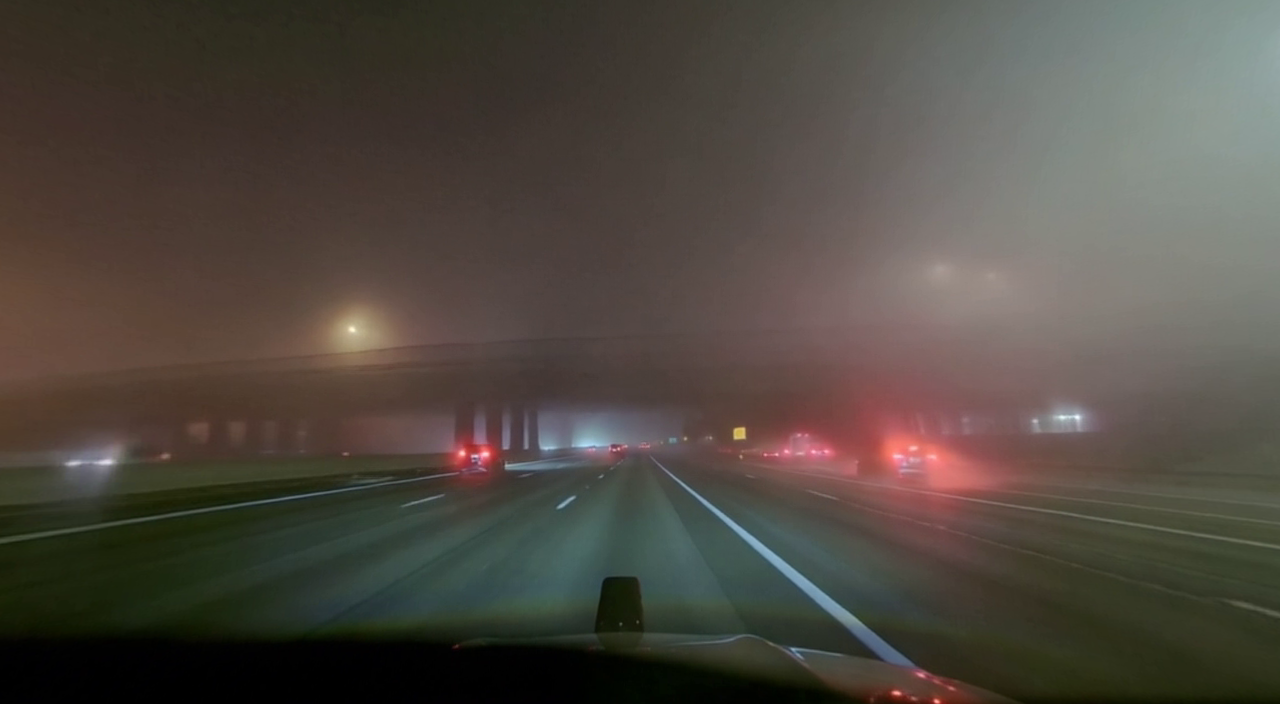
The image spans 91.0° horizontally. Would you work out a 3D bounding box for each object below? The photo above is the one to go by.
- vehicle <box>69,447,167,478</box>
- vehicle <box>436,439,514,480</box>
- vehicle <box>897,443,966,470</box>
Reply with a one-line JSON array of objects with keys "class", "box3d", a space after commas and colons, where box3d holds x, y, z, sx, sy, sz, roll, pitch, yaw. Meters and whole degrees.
[{"class": "vehicle", "box3d": [-28.193, 5.959, 34.194, 1.866, 1.553, 3.969, 0, -8, 1]}, {"class": "vehicle", "box3d": [-6.598, 4.338, 25.660, 1.985, 1.513, 4.172, 0, -8, 0]}, {"class": "vehicle", "box3d": [17.648, 6.333, 38.397, 1.884, 1.567, 4.692, 0, -8, -1]}]
